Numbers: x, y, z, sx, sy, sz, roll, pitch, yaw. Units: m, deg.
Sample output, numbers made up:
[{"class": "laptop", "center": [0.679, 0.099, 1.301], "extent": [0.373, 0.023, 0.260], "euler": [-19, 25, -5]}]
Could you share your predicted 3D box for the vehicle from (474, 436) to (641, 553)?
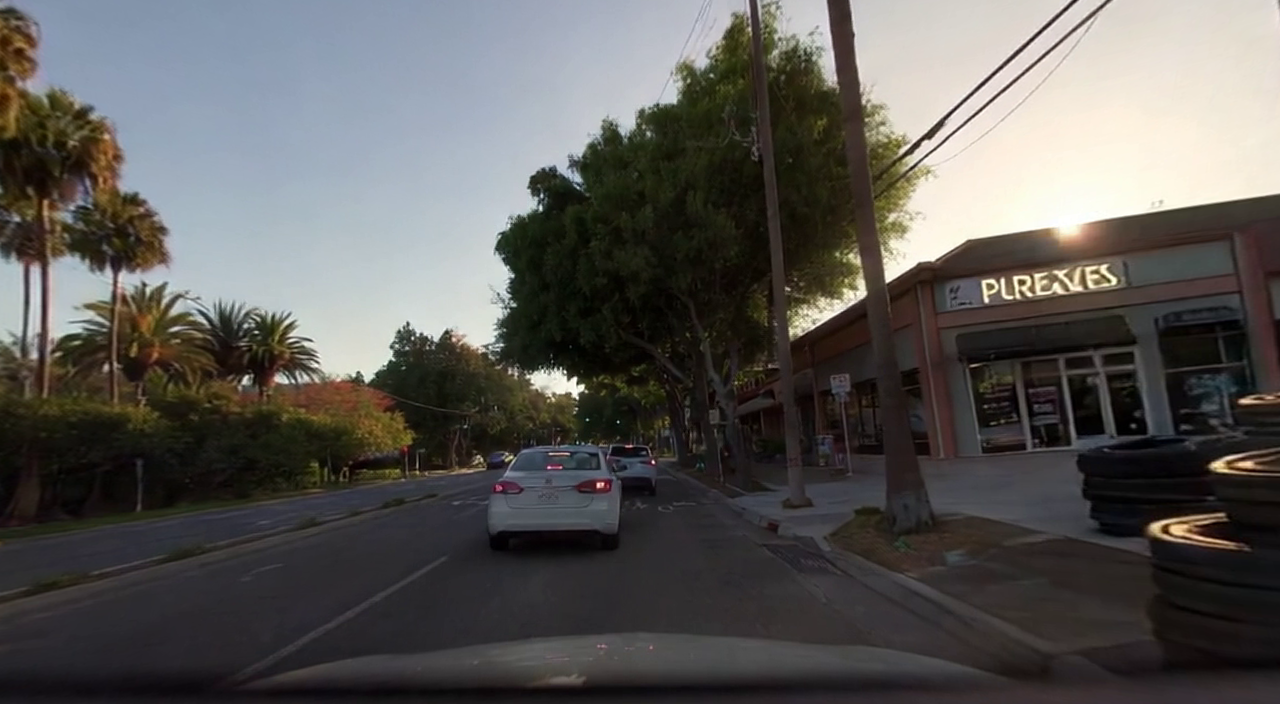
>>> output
[{"class": "vehicle", "center": [-1.079, 2.157, 10.299], "extent": [2.169, 1.495, 4.048], "euler": [0, -8, 0]}]
